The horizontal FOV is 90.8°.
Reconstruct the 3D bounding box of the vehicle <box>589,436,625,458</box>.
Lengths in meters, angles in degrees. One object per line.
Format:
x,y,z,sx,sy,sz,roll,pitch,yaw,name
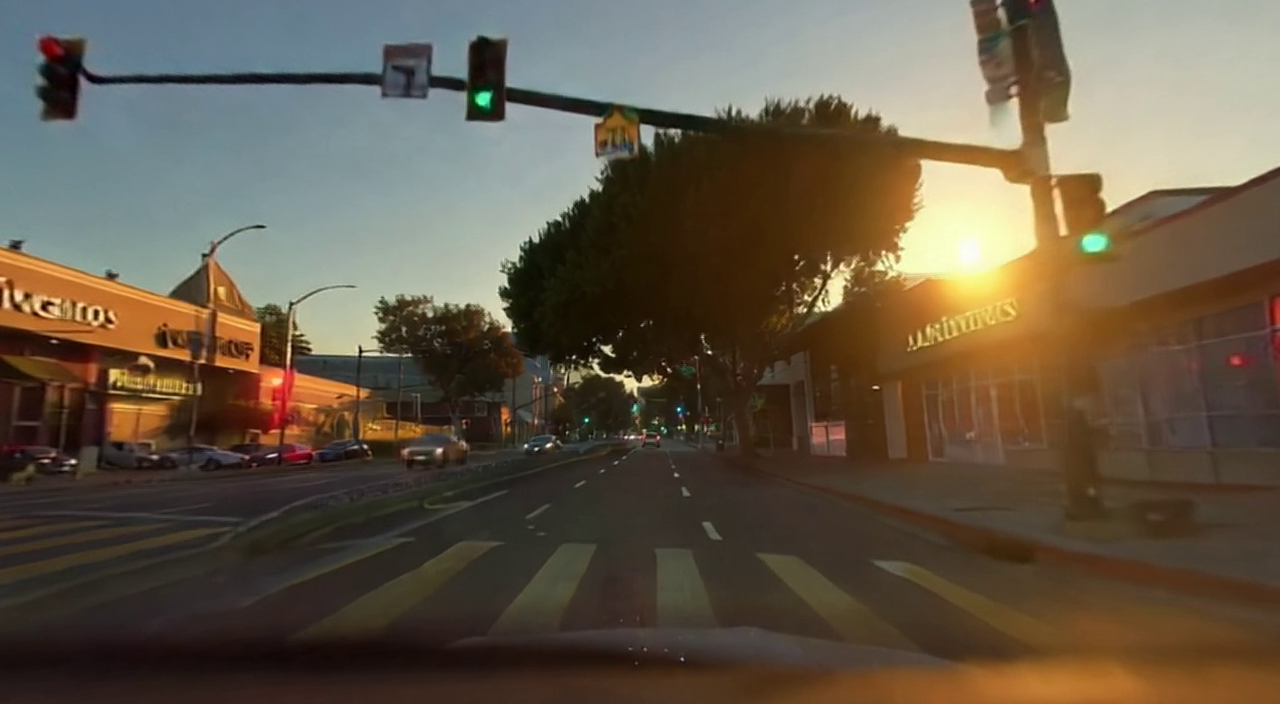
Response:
-2.269,6.590,44.123,1.962,1.420,4.021,-1,-8,4,vehicle

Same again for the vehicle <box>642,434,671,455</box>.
1.318,7.233,49.590,2.168,1.545,4.047,-1,-8,2,vehicle

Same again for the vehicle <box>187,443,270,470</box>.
-27.606,6.971,42.503,1.969,1.636,4.136,-5,-9,29,vehicle

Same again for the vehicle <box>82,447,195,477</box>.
-27.858,6.084,35.251,1.755,1.445,4.485,-5,-9,29,vehicle

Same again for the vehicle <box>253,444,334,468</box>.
-23.614,7.074,43.211,1.985,1.469,4.428,-5,-9,29,vehicle

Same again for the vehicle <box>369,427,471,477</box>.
-8.772,4.028,25.733,2.281,1.834,4.736,-1,-8,3,vehicle
